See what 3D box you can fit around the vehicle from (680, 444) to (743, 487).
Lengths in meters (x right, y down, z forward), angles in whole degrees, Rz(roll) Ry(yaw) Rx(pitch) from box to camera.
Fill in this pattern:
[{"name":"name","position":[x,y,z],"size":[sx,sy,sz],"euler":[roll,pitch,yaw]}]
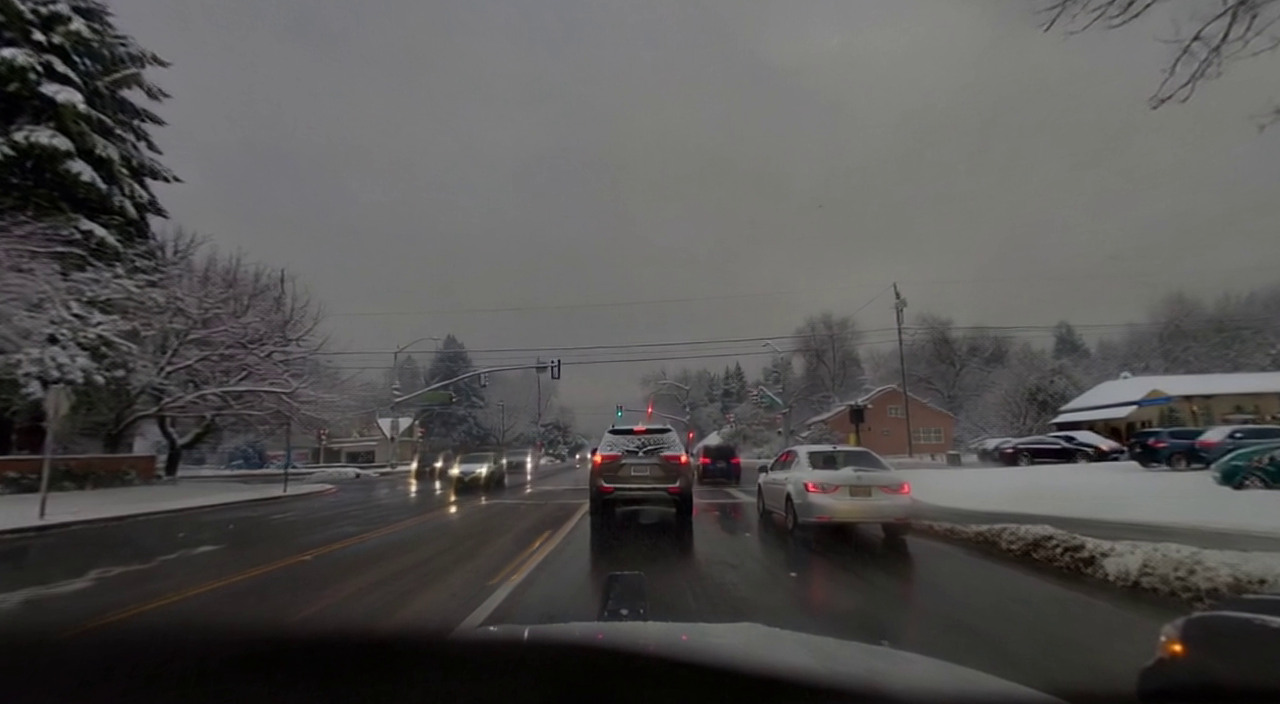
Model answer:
[{"name":"vehicle","position":[3.068,4.982,27.832],"size":[2.138,1.729,4.178],"euler":[0,-9,-2]}]

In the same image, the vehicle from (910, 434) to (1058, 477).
[{"name":"vehicle","position":[13.529,4.092,24.882],"size":[4.648,1.583,2.018],"euler":[0,-9,-2]}]

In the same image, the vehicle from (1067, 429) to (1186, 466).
[{"name":"vehicle","position":[26.517,5.198,34.344],"size":[4.704,1.919,2.130],"euler":[0,-9,-2]}]

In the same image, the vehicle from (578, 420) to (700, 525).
[{"name":"vehicle","position":[-0.052,2.576,13.971],"size":[2.296,1.947,4.168],"euler":[0,-9,-1]}]

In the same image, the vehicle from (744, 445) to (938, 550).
[{"name":"vehicle","position":[3.278,2.434,11.320],"size":[1.900,1.478,4.425],"euler":[0,-9,-2]}]

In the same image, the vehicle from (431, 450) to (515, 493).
[{"name":"vehicle","position":[-6.460,4.674,24.904],"size":[2.054,1.478,4.584],"euler":[0,-9,0]}]

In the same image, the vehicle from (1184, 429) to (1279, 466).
[{"name":"vehicle","position":[25.833,3.993,26.215],"size":[4.420,1.469,1.807],"euler":[0,-9,1]}]

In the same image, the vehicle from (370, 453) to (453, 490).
[{"name":"vehicle","position":[-10.684,5.603,29.788],"size":[2.206,1.544,4.740],"euler":[0,-9,0]}]
